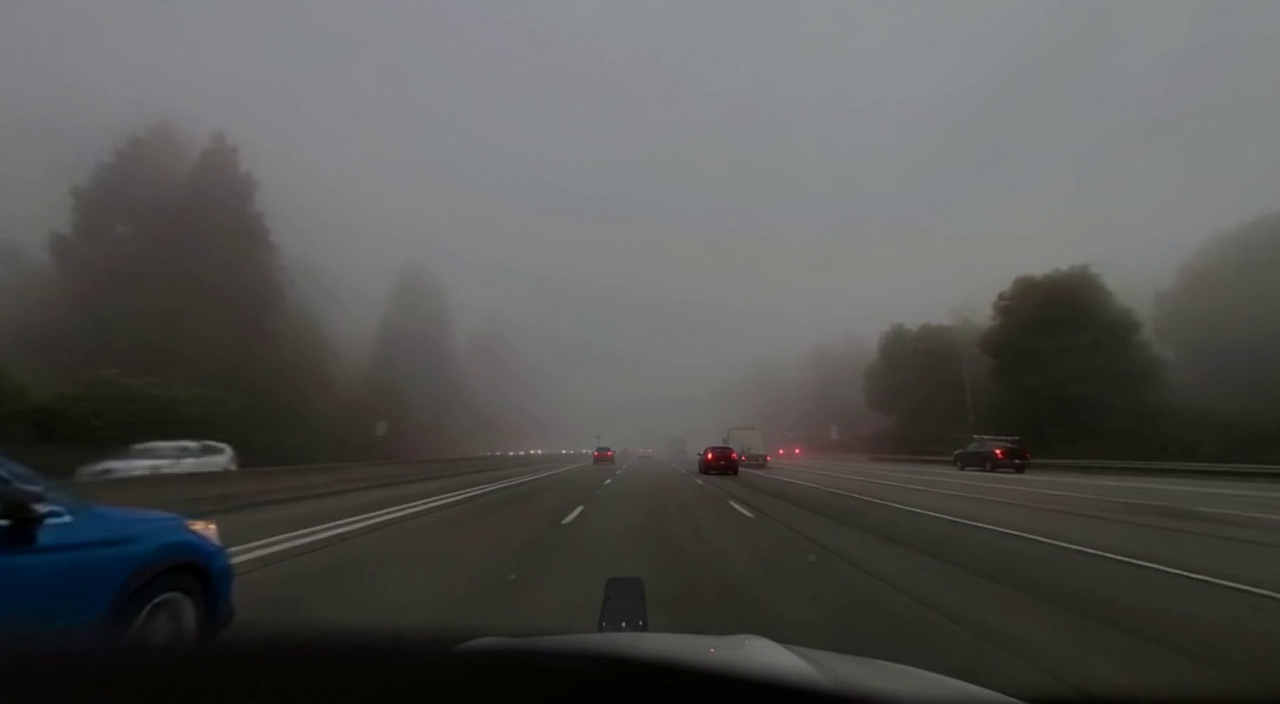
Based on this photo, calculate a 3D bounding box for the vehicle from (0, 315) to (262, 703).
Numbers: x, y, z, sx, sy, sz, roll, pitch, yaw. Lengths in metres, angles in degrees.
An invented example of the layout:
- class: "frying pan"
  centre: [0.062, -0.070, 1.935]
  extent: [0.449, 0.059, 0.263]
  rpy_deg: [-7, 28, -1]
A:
- class: "vehicle"
  centre: [-3.440, 0.587, 1.112]
  extent: [2.218, 1.764, 5.229]
  rpy_deg: [0, -9, 1]

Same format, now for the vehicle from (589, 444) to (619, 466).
- class: "vehicle"
  centre: [-2.730, 8.011, 49.124]
  extent: [2.060, 1.587, 4.093]
  rpy_deg: [0, -9, 1]

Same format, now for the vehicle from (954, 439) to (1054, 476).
- class: "vehicle"
  centre: [21.312, 6.182, 37.344]
  extent: [2.221, 1.995, 5.803]
  rpy_deg: [0, -9, -3]

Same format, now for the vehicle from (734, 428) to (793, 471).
- class: "vehicle"
  centre: [8.111, 6.498, 42.059]
  extent: [2.729, 2.628, 4.875]
  rpy_deg: [0, -9, -2]

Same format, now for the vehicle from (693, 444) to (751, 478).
- class: "vehicle"
  centre: [3.860, 5.217, 30.389]
  extent: [2.080, 1.493, 4.674]
  rpy_deg: [0, -9, -1]
